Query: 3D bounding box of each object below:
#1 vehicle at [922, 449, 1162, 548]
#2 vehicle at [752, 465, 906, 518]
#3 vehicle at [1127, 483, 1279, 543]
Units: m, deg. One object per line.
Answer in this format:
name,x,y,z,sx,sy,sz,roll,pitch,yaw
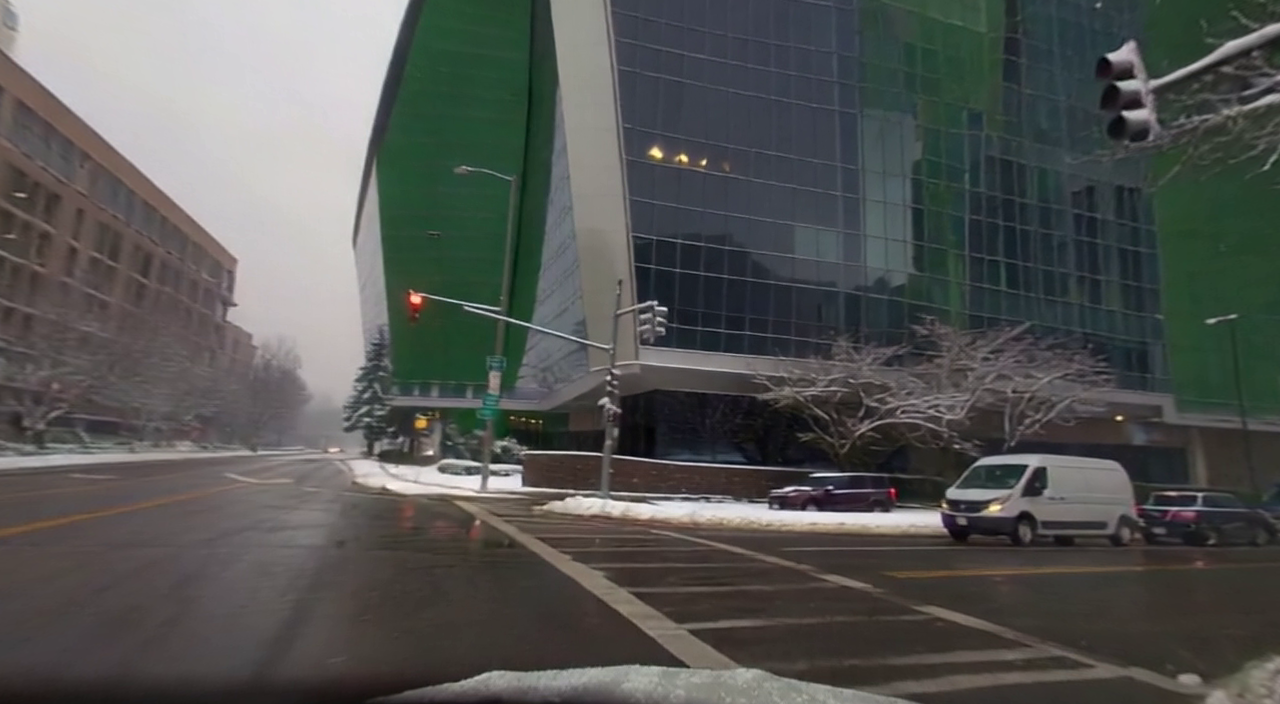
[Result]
vehicle,9.644,3.432,15.130,5.252,2.013,2.104,5,-12,-24
vehicle,5.969,4.373,19.962,4.470,1.472,1.868,5,-10,-22
vehicle,16.650,4.560,18.214,4.632,1.495,1.853,5,-12,-23
